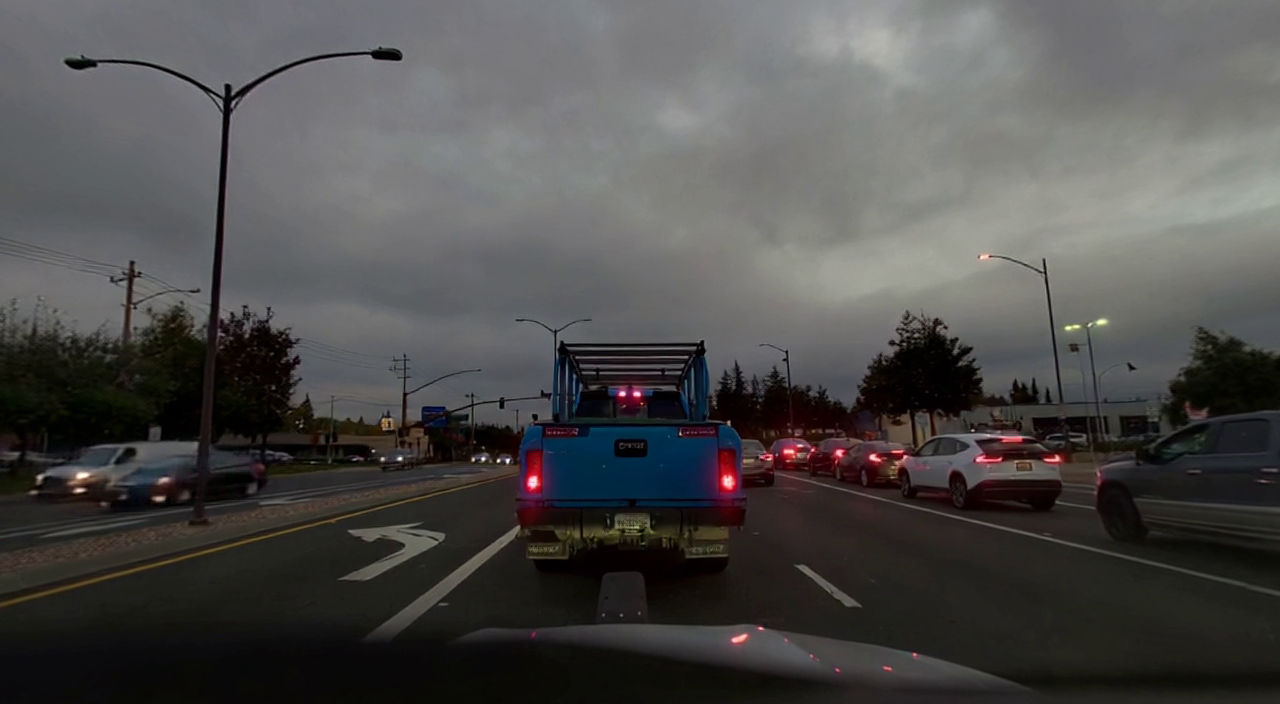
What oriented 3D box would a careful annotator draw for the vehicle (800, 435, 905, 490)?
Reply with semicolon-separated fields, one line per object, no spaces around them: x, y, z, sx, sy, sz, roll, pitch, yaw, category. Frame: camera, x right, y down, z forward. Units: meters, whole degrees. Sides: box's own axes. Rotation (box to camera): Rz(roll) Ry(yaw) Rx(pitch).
7.075;3.731;21.596;1.953;1.665;4.327;0;-9;-2;vehicle

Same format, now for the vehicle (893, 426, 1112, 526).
7.069;2.439;12.974;1.931;1.692;4.267;0;-9;0;vehicle

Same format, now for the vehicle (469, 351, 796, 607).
-0.113;1.460;8.151;2.682;2.117;5.706;0;-9;-1;vehicle

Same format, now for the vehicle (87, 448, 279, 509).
-12.461;3.442;17.706;1.983;1.449;4.501;0;-9;0;vehicle

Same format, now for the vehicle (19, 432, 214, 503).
-19.080;4.214;23.531;2.700;2.296;5.270;0;-9;-1;vehicle

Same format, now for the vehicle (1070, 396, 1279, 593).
6.822;1.358;6.167;2.023;1.771;4.488;0;-9;0;vehicle
